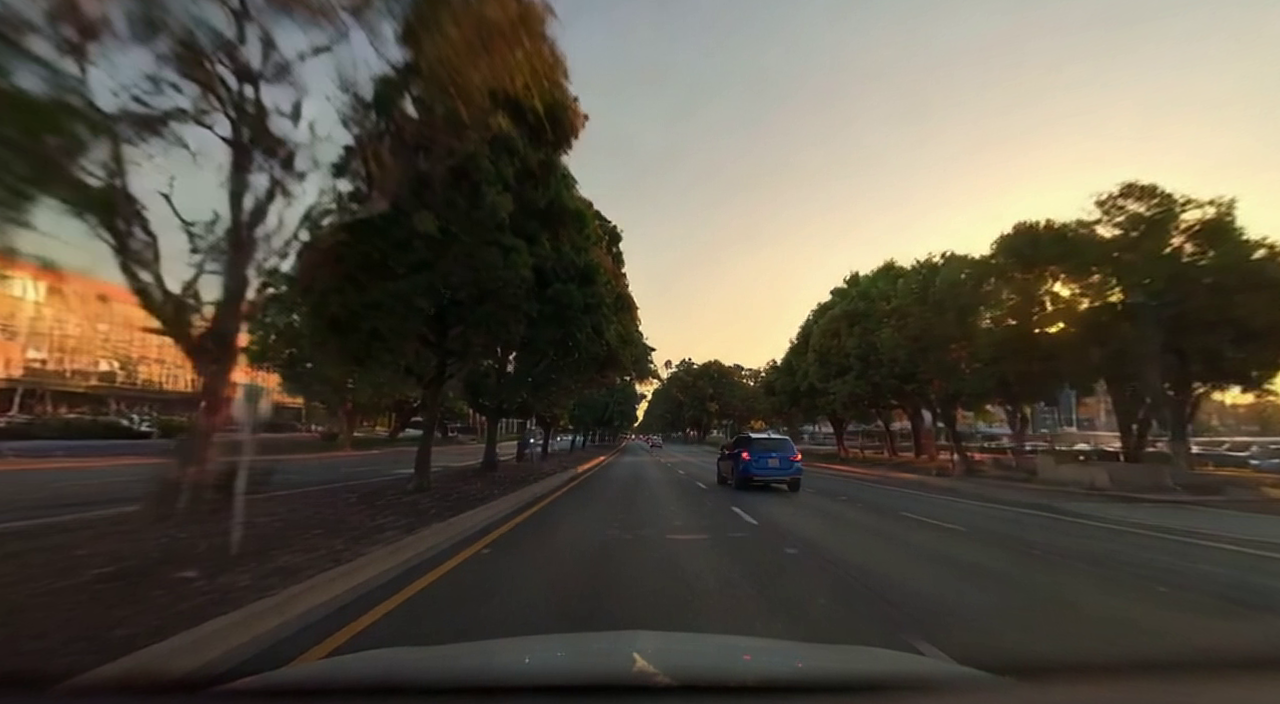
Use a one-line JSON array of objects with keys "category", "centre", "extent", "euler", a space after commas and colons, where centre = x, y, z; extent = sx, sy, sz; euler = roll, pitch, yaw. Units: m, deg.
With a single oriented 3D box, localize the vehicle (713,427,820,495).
[{"category": "vehicle", "centre": [3.434, 3.055, 18.010], "extent": [2.072, 1.696, 4.177], "euler": [0, -8, -2]}]
